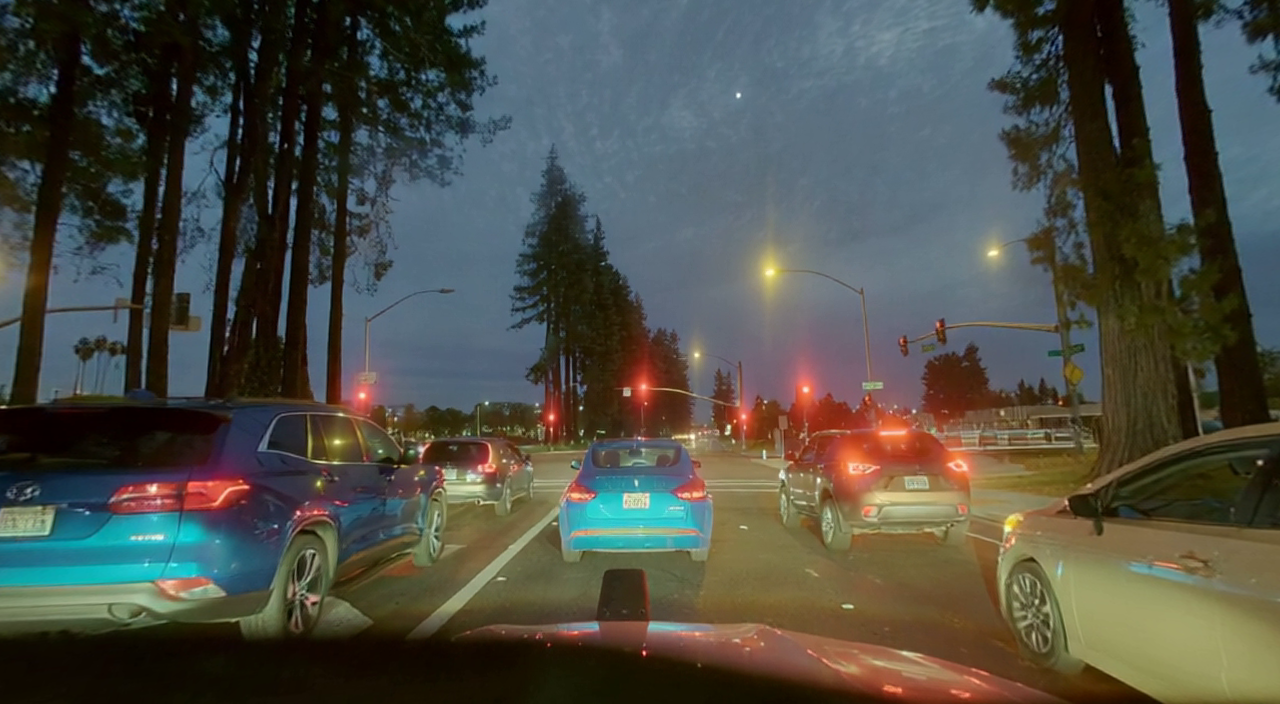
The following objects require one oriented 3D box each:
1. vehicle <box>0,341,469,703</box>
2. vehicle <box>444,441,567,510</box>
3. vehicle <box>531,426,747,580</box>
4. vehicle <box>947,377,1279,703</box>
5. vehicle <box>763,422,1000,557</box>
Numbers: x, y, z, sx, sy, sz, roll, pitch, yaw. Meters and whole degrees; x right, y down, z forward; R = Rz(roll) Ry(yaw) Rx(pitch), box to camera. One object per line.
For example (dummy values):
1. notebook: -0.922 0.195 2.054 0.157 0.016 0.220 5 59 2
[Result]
1. vehicle: -3.146 1.166 5.051 2.168 1.750 4.625 -1 -9 1
2. vehicle: -3.058 2.903 15.315 1.975 1.420 4.196 -1 -9 1
3. vehicle: -0.036 1.804 8.328 2.147 1.507 3.953 0 -8 -1
4. vehicle: 3.322 0.965 2.832 1.899 1.588 3.888 0 -9 0
5. vehicle: 3.409 2.024 10.013 2.040 1.647 4.379 0 -9 0
